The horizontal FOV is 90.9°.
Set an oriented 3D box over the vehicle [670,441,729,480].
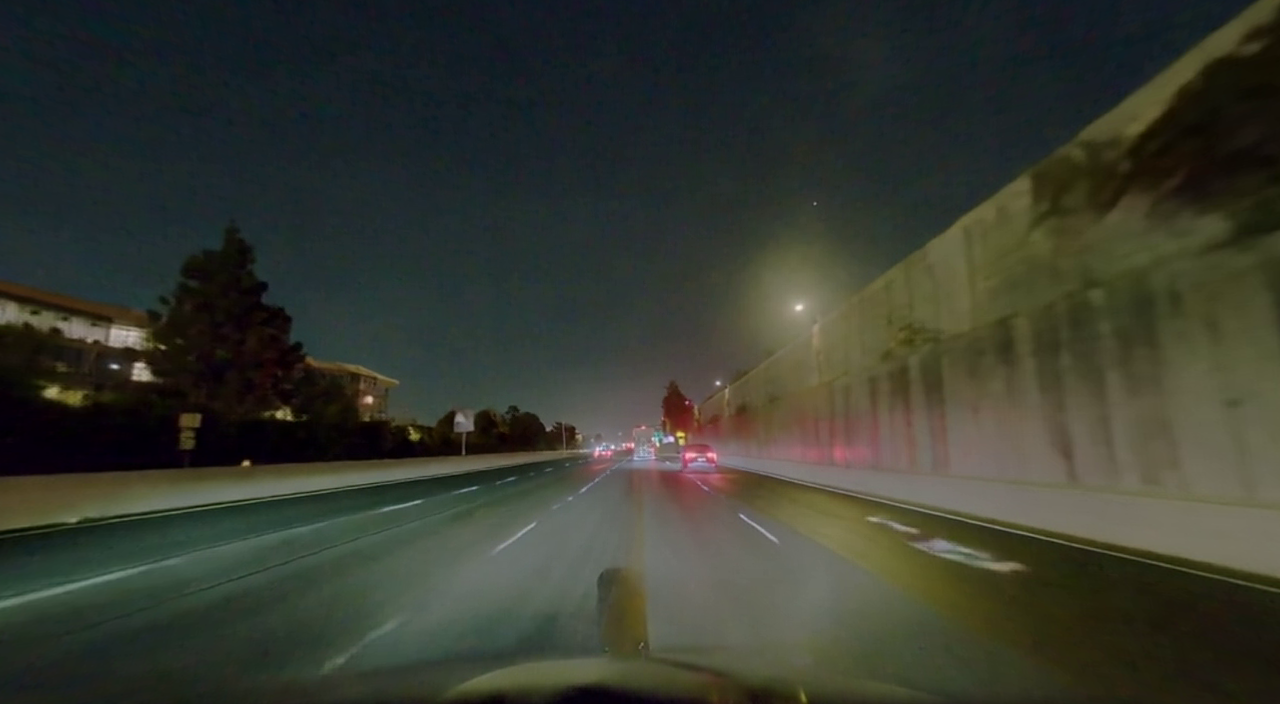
[{"bbox_3d":[2.456,4.610,27.052,1.973,1.536,4.337,0,-9,-2],"label":"vehicle"}]
